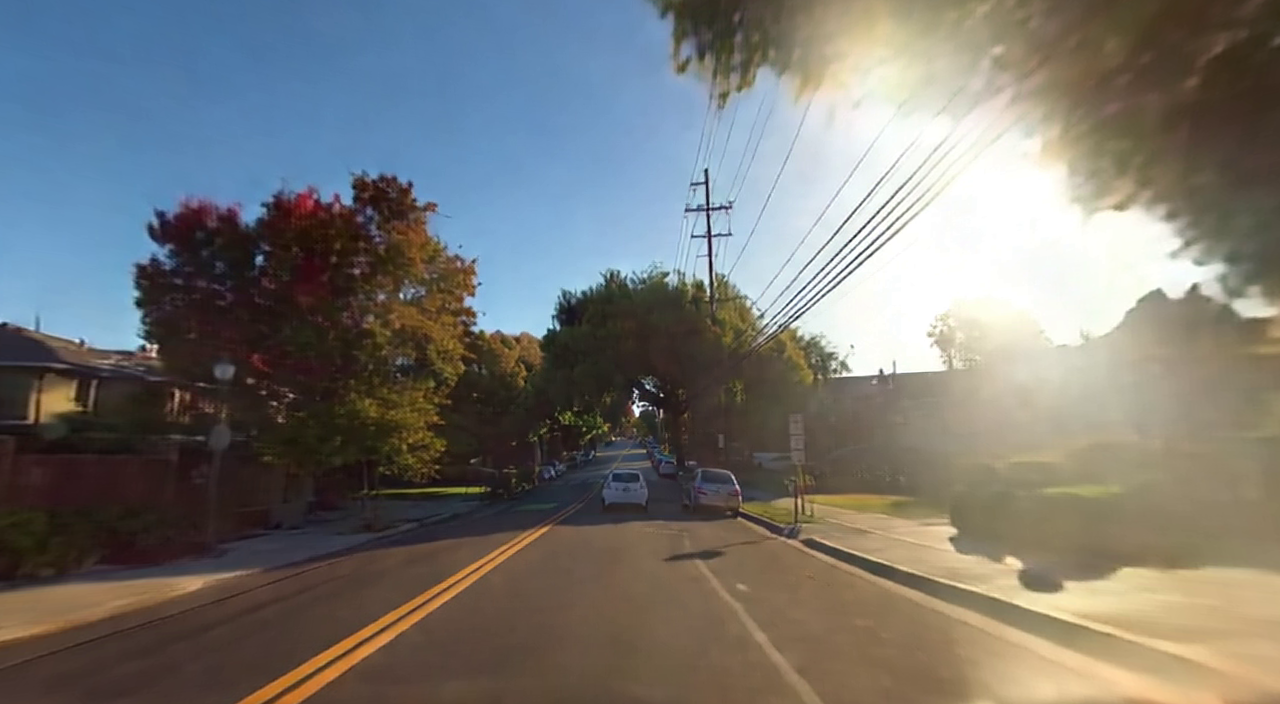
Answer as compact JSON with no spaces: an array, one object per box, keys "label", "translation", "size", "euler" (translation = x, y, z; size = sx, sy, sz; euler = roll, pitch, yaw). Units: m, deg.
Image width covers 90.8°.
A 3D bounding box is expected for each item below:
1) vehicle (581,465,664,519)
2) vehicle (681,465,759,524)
[{"label":"vehicle","translation":[-0.448,4.631,21.348],"size":[2.235,1.500,4.496],"euler":[-1,-9,6]},{"label":"vehicle","translation":[2.595,4.782,21.667],"size":[1.909,1.694,4.472],"euler":[0,-9,-2]}]
